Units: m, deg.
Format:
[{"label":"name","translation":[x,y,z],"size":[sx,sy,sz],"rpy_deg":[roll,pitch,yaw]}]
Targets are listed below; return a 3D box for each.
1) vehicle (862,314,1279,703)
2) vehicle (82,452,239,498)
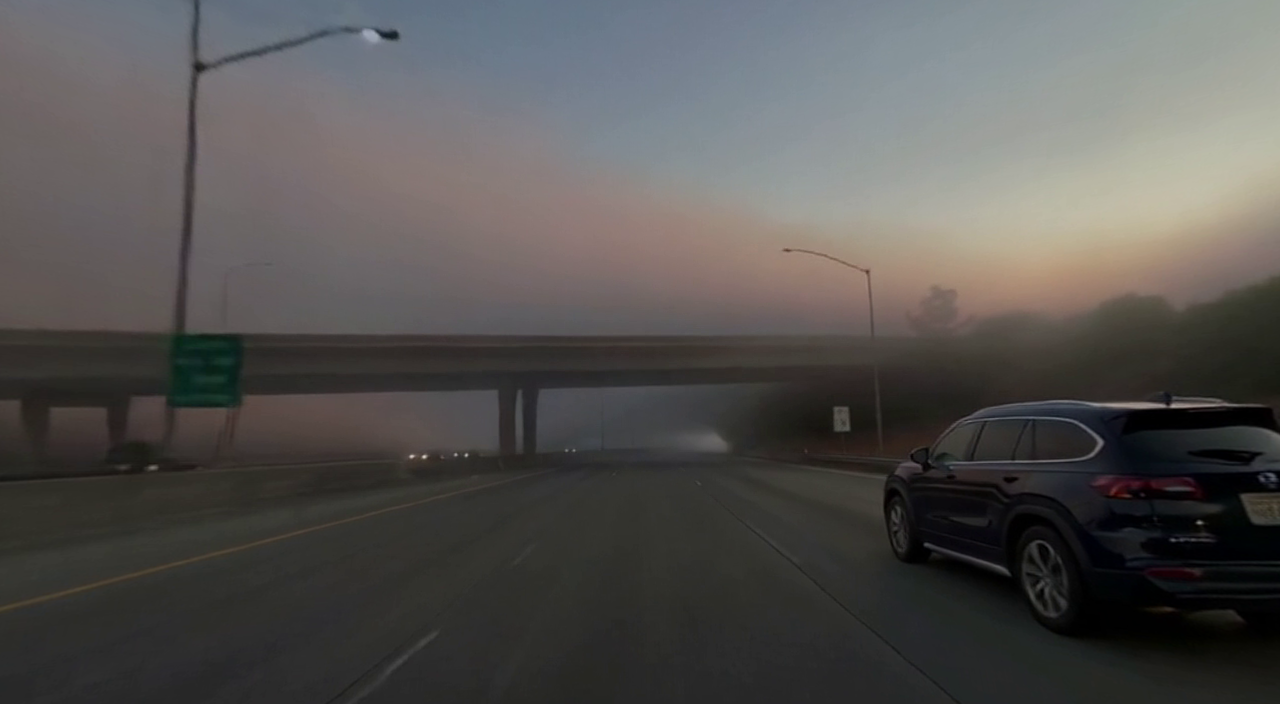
[{"label":"vehicle","translation":[3.466,1.034,4.645],"size":[2.019,1.732,4.579],"rpy_deg":[0,-8,1]},{"label":"vehicle","translation":[-17.565,4.487,23.467],"size":[1.979,1.476,4.794],"rpy_deg":[-1,-8,2]}]
